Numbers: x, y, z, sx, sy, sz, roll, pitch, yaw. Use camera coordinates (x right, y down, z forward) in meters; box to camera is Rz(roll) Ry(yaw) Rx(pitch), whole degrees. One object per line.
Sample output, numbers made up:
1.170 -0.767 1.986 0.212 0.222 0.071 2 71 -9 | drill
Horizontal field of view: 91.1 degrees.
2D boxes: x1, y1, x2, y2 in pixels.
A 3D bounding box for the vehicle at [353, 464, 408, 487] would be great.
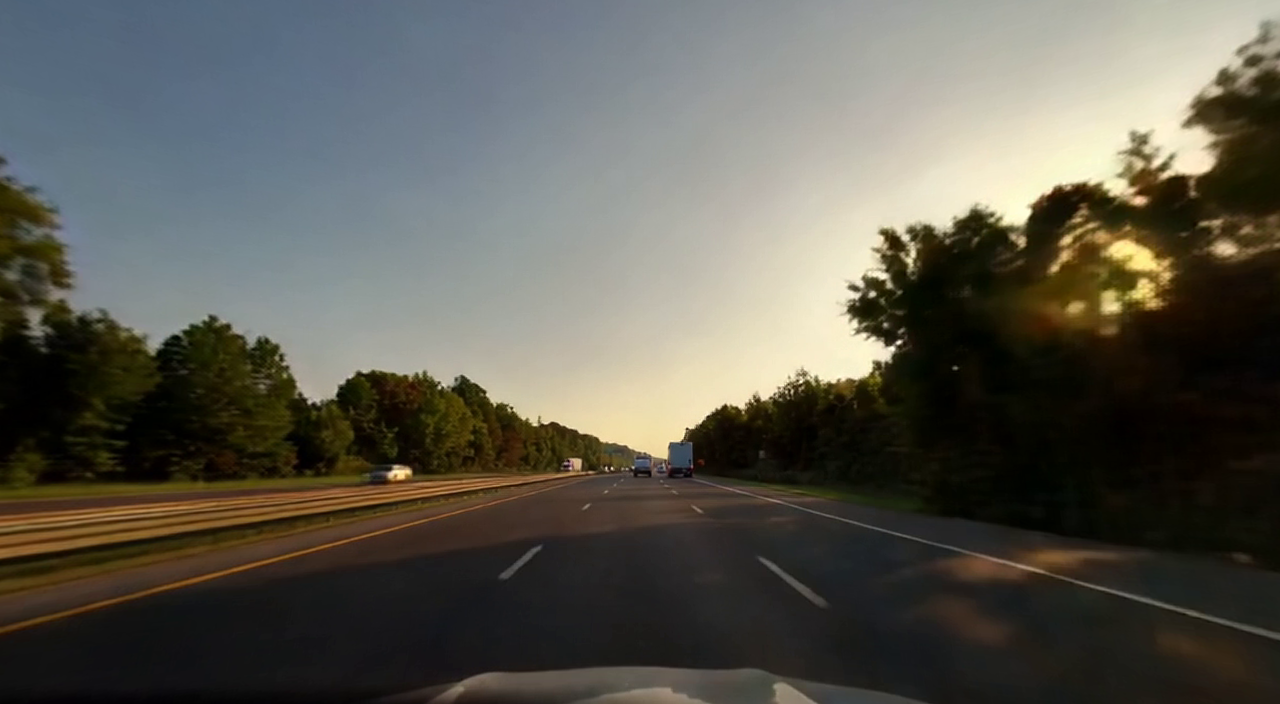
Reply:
-17.989 8.576 43.769 1.838 1.452 4.522 1 -10 0 | vehicle
